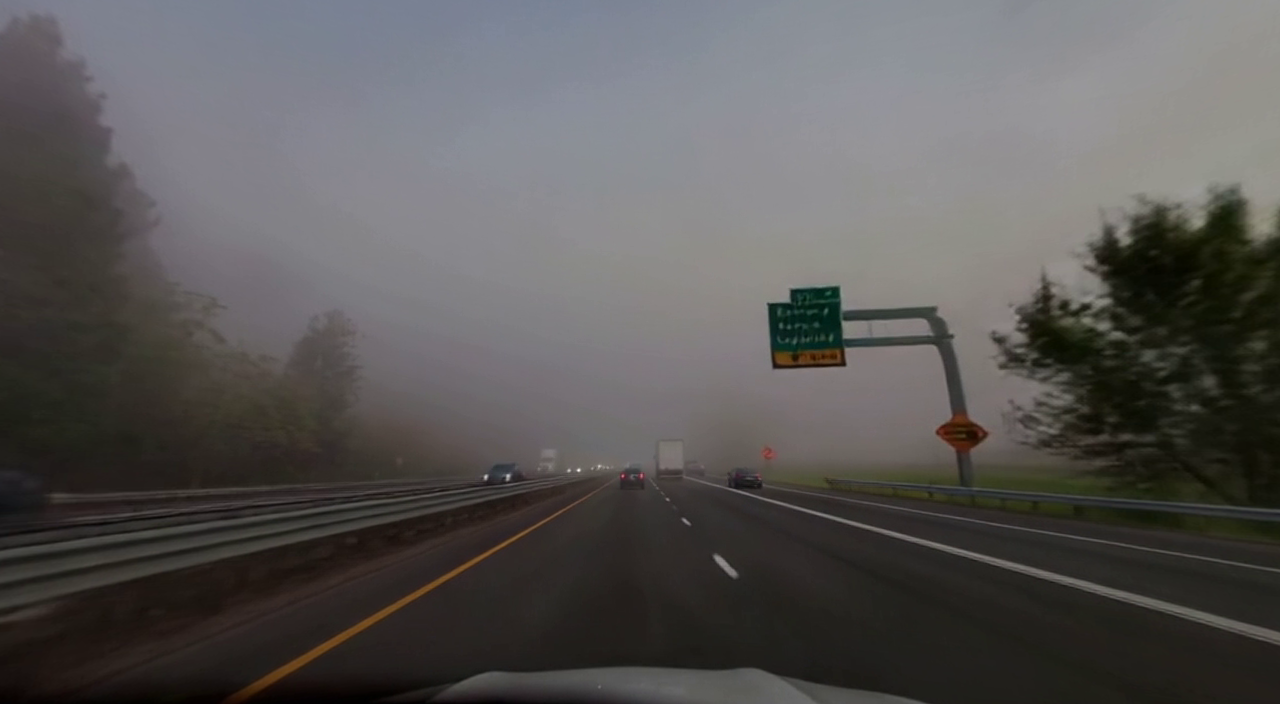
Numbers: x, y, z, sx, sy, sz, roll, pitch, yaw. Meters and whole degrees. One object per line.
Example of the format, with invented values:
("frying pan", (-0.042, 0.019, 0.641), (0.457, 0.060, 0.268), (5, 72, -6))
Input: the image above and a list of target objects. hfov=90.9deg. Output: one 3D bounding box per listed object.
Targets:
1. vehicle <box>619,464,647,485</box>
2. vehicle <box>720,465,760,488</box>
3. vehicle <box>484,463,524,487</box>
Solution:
("vehicle", (-0.546, 9.172, 47.134), (2.025, 1.452, 3.927), (1, -10, -1))
("vehicle", (7.046, 8.800, 44.710), (1.977, 1.494, 4.311), (1, -10, -2))
("vehicle", (-9.529, 8.659, 44.432), (1.910, 1.532, 4.251), (1, -10, 0))
